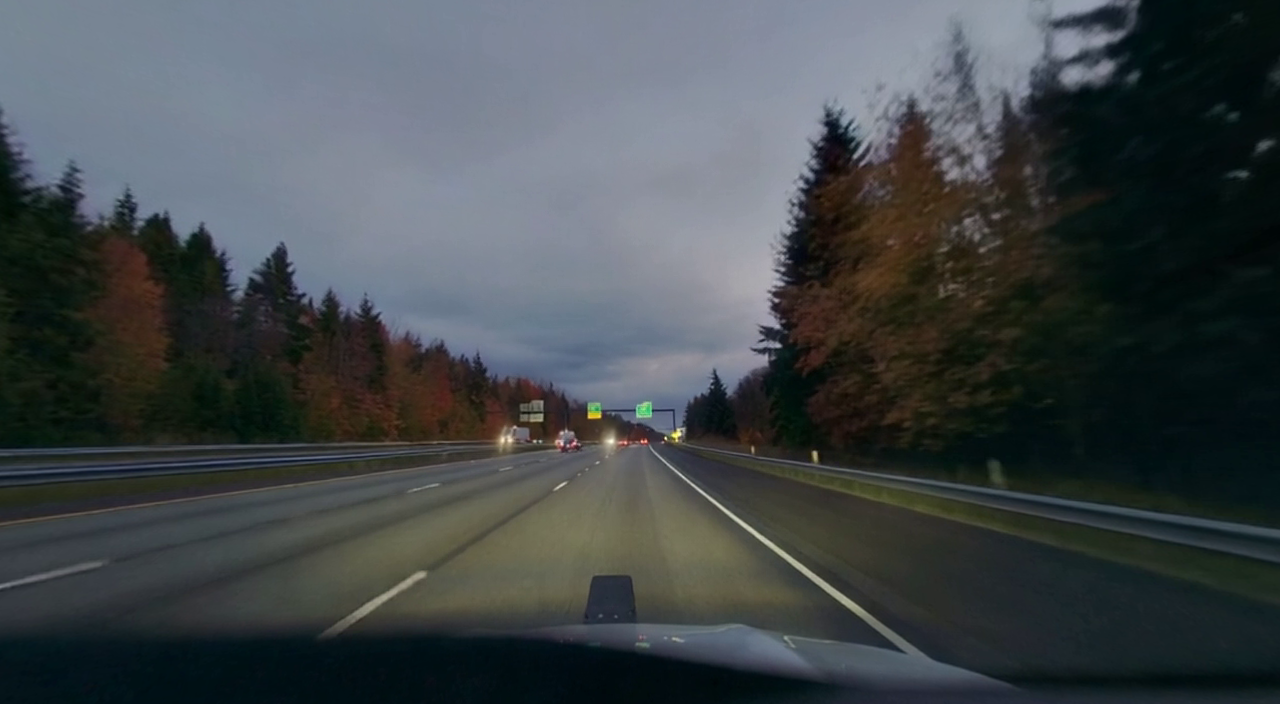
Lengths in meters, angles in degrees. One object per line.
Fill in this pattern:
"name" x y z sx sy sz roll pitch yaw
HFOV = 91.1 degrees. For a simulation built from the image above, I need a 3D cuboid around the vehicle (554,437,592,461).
"vehicle" -4.415 6.428 42.039 2.004 1.497 4.260 0 -8 1
